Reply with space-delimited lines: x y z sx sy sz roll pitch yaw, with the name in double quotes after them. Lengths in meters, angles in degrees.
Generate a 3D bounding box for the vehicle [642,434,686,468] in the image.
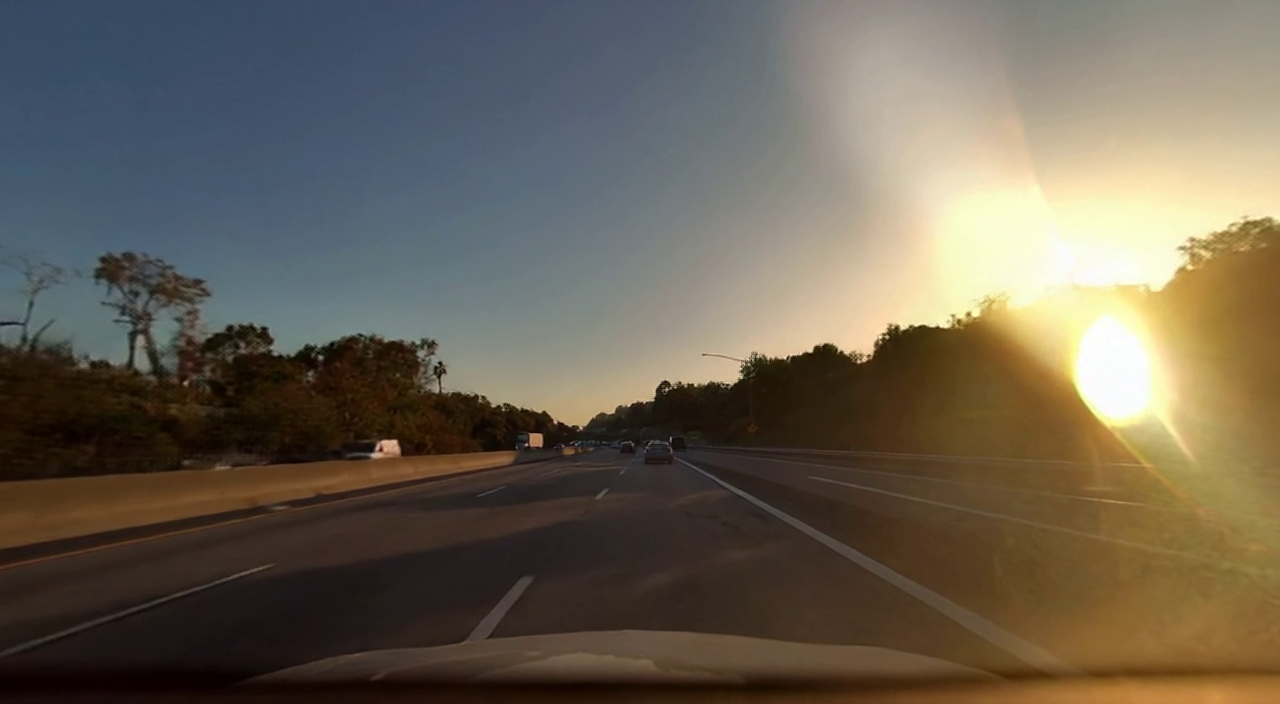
1.281 5.479 35.149 2.260 1.766 4.348 0 -8 0 "vehicle"

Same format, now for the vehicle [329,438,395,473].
-20.642 7.688 47.172 2.194 2.421 5.841 0 -8 1 "vehicle"
